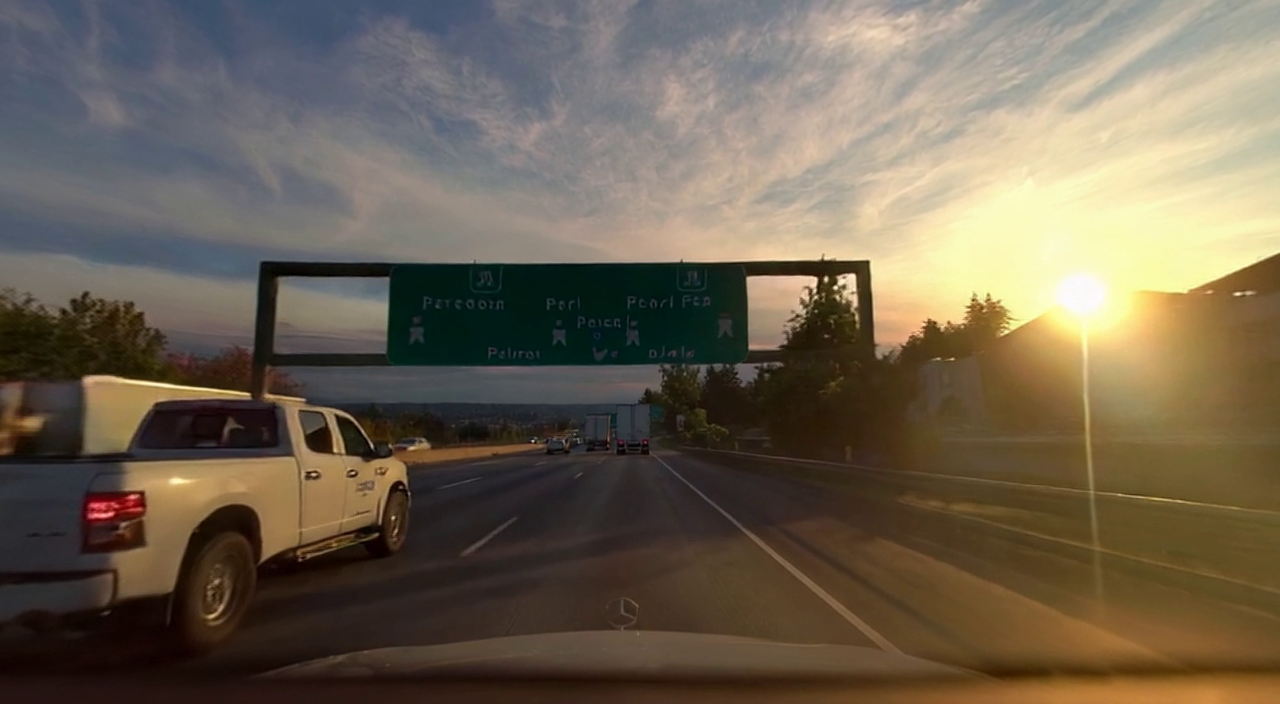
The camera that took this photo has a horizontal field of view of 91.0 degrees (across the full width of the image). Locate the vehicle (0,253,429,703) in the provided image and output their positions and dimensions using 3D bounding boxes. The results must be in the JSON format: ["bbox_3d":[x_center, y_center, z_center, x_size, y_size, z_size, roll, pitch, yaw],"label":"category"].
[{"bbox_3d":[-3.520,0.946,4.761,2.223,2.045,4.798,0,-8,-1],"label":"vehicle"}]
